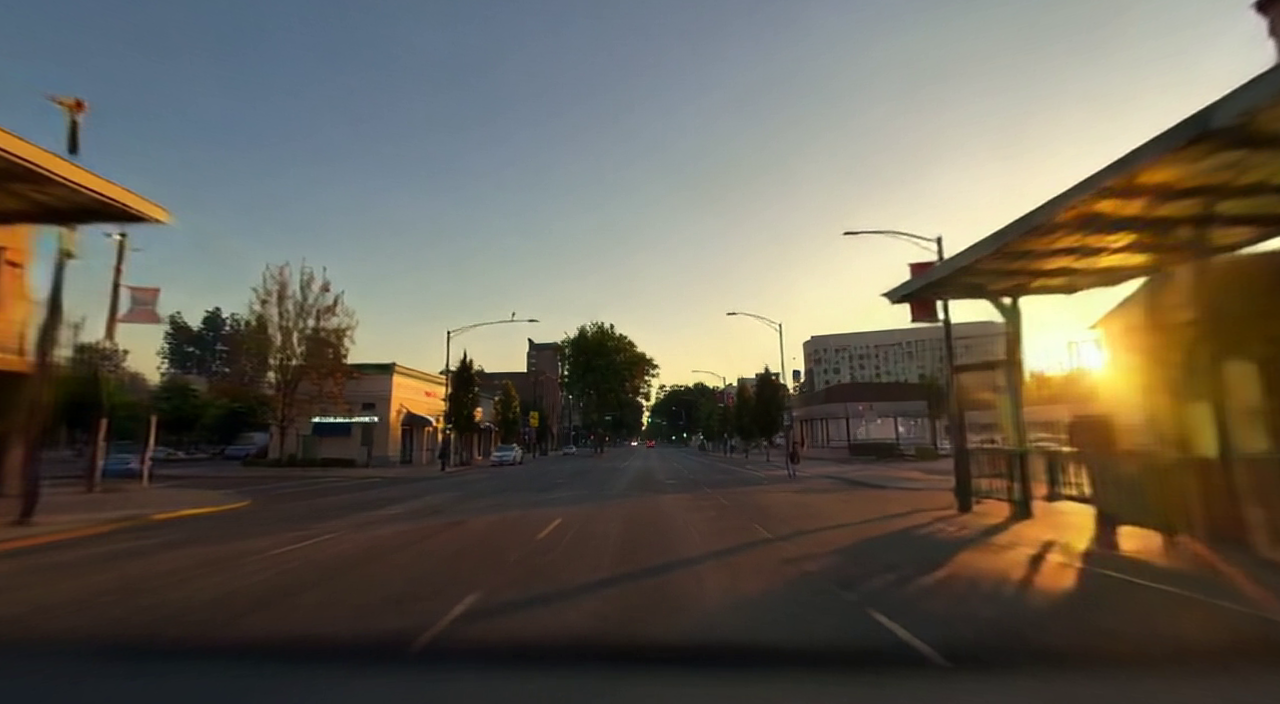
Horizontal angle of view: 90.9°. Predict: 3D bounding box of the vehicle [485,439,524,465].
[{"bbox_3d":[-10.504,7.780,49.211,2.060,1.796,4.675,-2,-7,0],"label":"vehicle"}]
